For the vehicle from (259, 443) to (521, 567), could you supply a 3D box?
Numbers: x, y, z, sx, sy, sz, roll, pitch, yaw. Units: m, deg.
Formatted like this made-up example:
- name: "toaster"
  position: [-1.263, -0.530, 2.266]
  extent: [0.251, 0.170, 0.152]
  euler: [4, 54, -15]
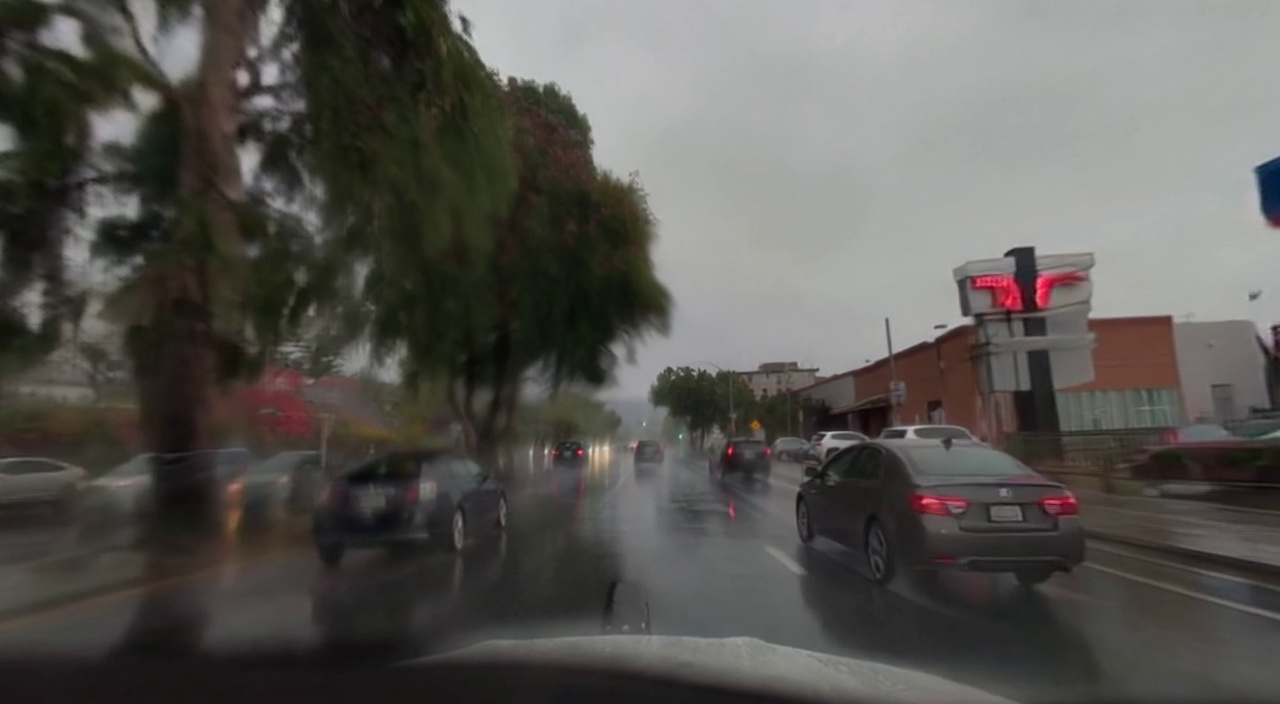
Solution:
- name: "vehicle"
  position: [-3.210, 2.032, 9.271]
  extent: [2.013, 1.354, 4.393]
  euler: [0, -8, 1]

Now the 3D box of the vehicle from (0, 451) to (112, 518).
- name: "vehicle"
  position: [-18.704, 3.865, 18.663]
  extent: [2.062, 1.804, 4.687]
  euler: [0, -8, -1]

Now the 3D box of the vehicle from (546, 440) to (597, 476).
- name: "vehicle"
  position: [-3.292, 5.164, 30.961]
  extent: [1.988, 1.645, 3.995]
  euler: [0, -8, 1]

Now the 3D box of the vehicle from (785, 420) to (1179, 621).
- name: "vehicle"
  position: [3.128, 1.614, 7.132]
  extent: [1.919, 1.502, 4.572]
  euler: [0, -8, 0]

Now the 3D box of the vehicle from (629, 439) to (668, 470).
- name: "vehicle"
  position: [0.483, 6.023, 37.168]
  extent: [2.192, 1.674, 4.124]
  euler: [0, -8, 0]

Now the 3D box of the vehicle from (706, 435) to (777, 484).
- name: "vehicle"
  position: [3.860, 4.177, 24.891]
  extent: [1.980, 1.709, 4.813]
  euler: [0, -8, 0]
